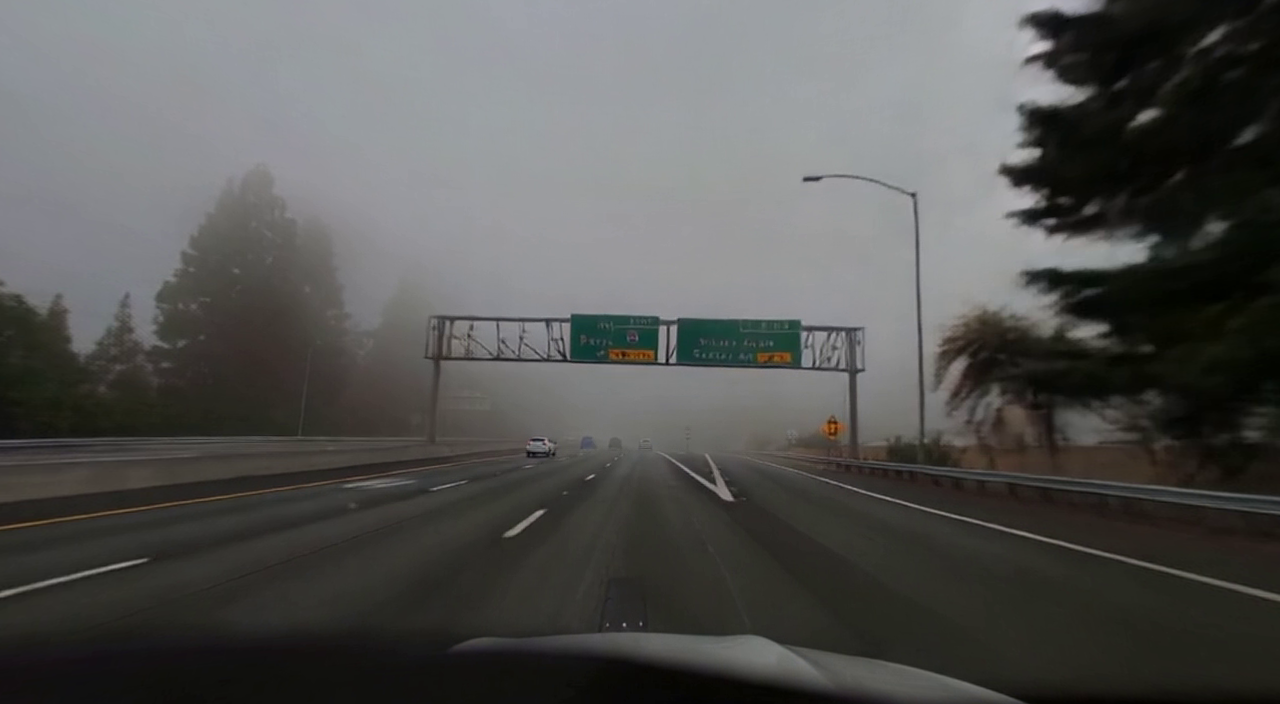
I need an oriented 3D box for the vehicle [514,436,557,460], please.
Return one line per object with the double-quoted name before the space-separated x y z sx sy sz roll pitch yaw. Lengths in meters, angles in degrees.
"vehicle" -7.081 6.563 43.221 2.025 1.494 4.495 0 -8 1
